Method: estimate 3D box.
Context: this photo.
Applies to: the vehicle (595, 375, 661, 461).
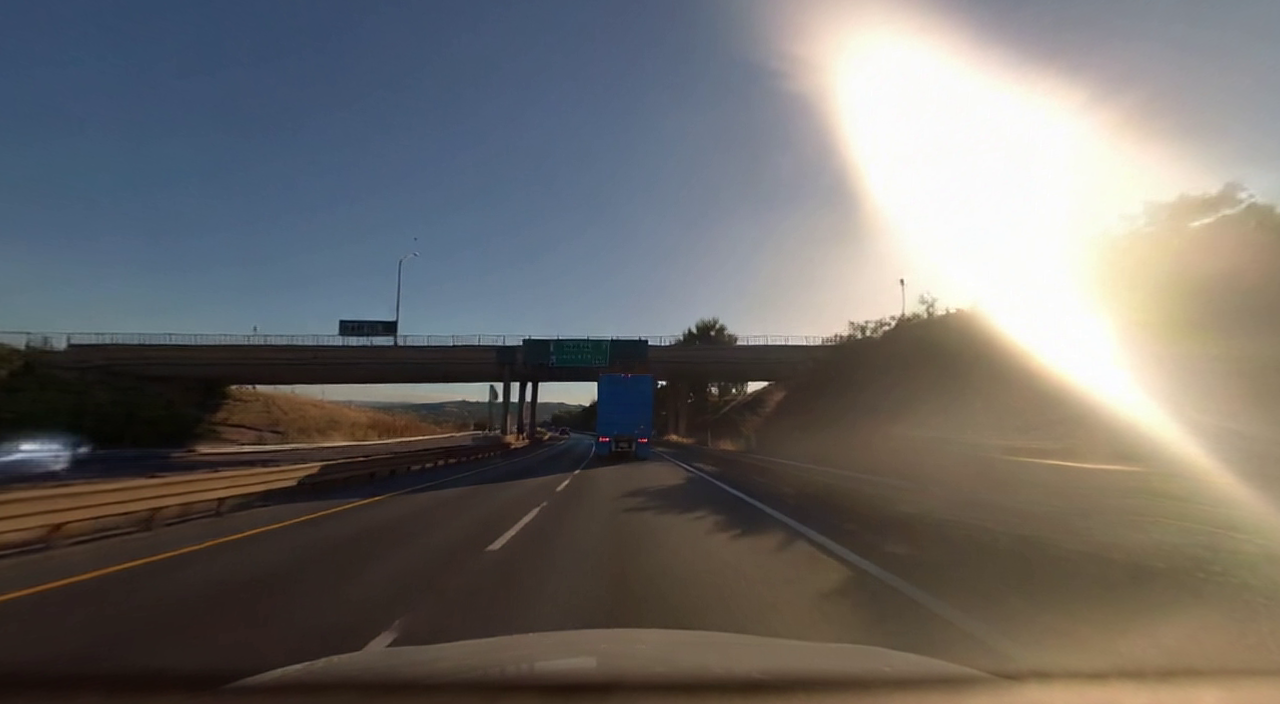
[{"bbox_3d":[-0.751,3.760,34.422,3.023,3.965,10.402,0,-8,-2],"label":"vehicle"}]
